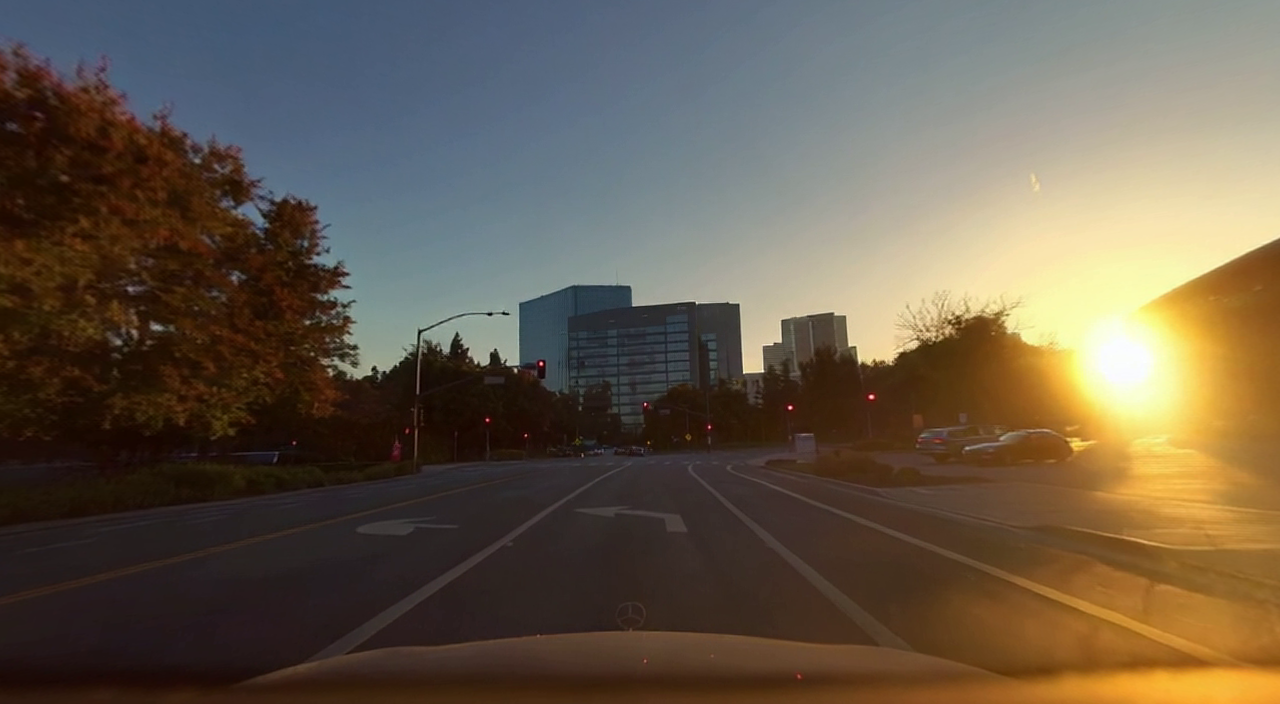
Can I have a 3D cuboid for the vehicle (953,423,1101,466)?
[{"bbox_3d":[14.068,3.390,23.122,4.167,1.476,1.871,0,-9,-1],"label":"vehicle"}]
